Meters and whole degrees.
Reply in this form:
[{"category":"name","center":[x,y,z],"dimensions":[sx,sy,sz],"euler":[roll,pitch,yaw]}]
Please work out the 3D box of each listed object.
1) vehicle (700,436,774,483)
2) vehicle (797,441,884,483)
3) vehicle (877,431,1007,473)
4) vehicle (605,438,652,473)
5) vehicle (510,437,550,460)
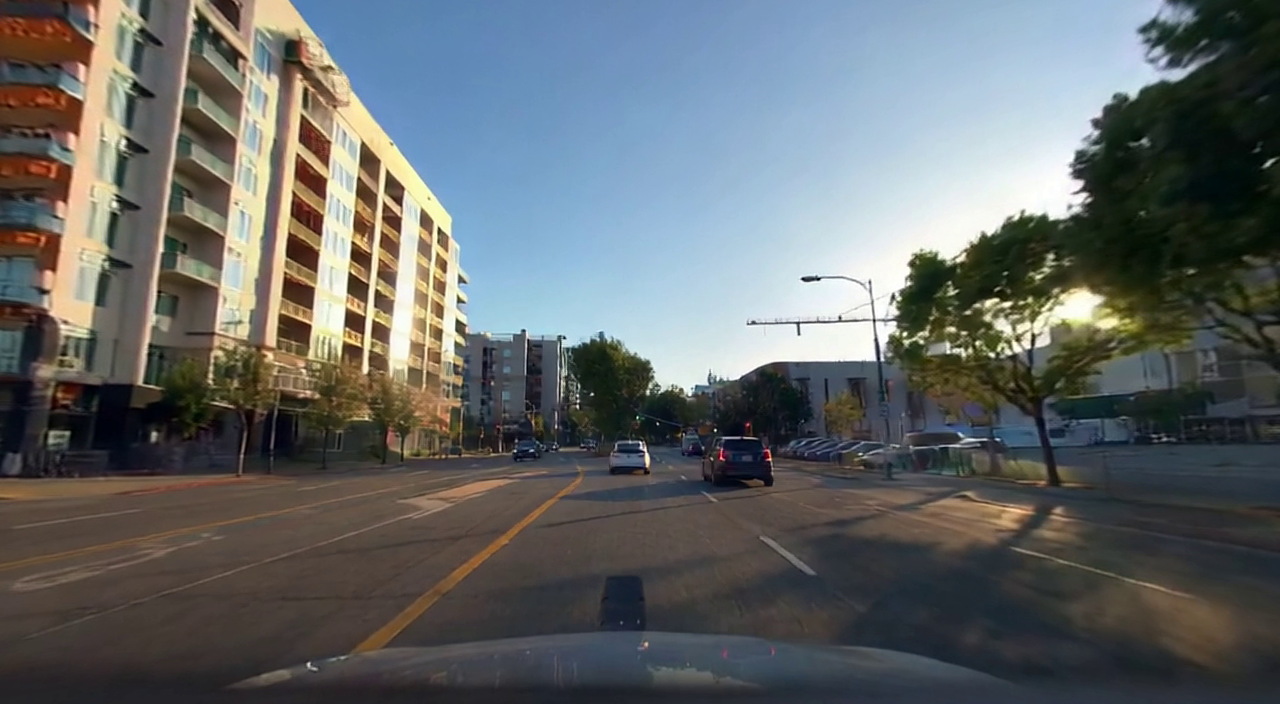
[{"category":"vehicle","center":[3.312,3.735,22.282],"dimensions":[1.910,1.474,4.003],"euler":[0,-8,-1]},{"category":"vehicle","center":[7.568,4.154,24.362],"dimensions":[1.883,1.452,4.598],"euler":[0,-8,0]},{"category":"vehicle","center":[13.045,4.337,27.547],"dimensions":[4.622,1.761,1.986],"euler":[0,-8,0]},{"category":"vehicle","center":[-0.492,4.641,28.629],"dimensions":[2.006,1.487,3.535],"euler":[0,-8,0]},{"category":"vehicle","center":[-8.140,7.172,47.155],"dimensions":[2.072,1.623,4.564],"euler":[0,-8,1]}]
